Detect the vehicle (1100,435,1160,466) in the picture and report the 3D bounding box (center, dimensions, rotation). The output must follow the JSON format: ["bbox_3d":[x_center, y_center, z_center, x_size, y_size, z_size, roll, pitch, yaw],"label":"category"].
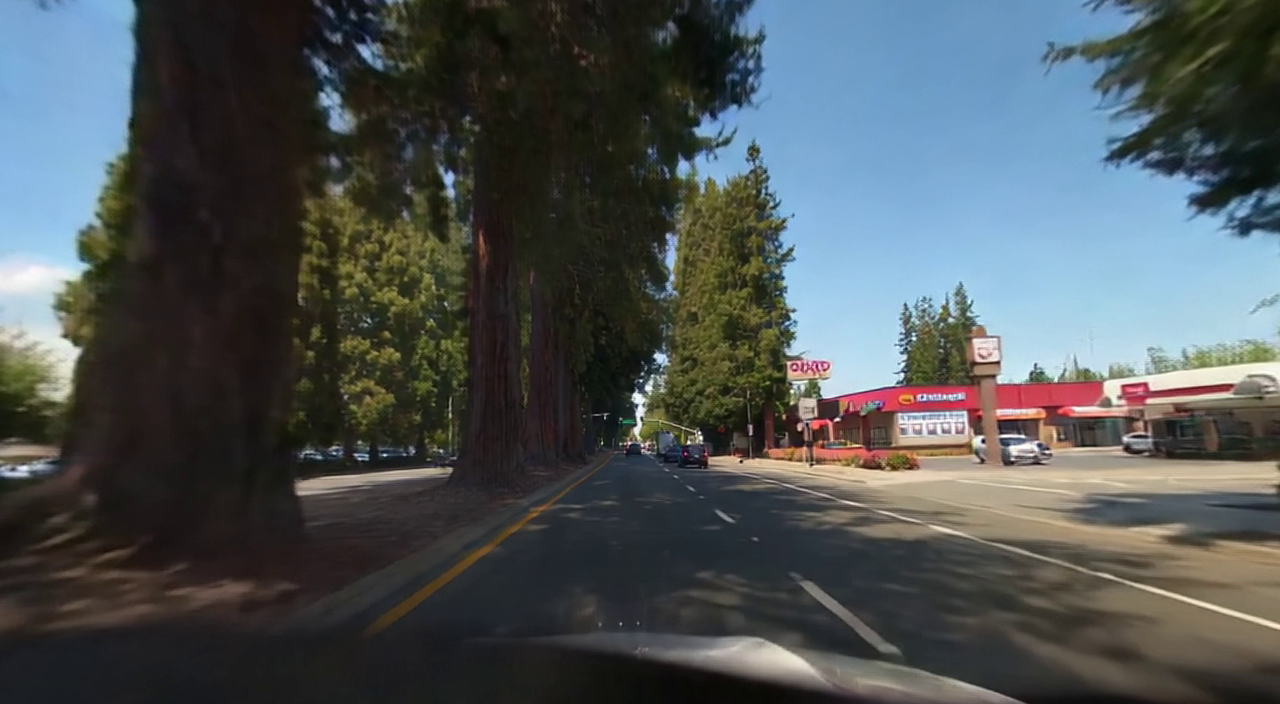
[{"bbox_3d":[31.716,6.369,41.044,2.269,1.862,4.495,-3,-9,28],"label":"vehicle"}]

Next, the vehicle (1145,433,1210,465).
[{"bbox_3d":[34.062,6.121,40.162,2.181,1.901,4.222,-4,-9,28],"label":"vehicle"}]

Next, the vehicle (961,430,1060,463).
[{"bbox_3d":[20.606,5.244,35.225,4.210,1.727,2.227,2,-7,-8],"label":"vehicle"}]

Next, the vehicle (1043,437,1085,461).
[{"bbox_3d":[31.121,7.093,46.501,2.064,1.654,4.271,-4,-9,28],"label":"vehicle"}]

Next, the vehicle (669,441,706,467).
[{"bbox_3d":[3.136,6.790,42.309,2.041,1.531,4.236,1,-7,-1],"label":"vehicle"}]

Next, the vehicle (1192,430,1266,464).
[{"bbox_3d":[36.758,5.920,39.582,2.160,1.948,4.256,-3,-8,27],"label":"vehicle"}]
